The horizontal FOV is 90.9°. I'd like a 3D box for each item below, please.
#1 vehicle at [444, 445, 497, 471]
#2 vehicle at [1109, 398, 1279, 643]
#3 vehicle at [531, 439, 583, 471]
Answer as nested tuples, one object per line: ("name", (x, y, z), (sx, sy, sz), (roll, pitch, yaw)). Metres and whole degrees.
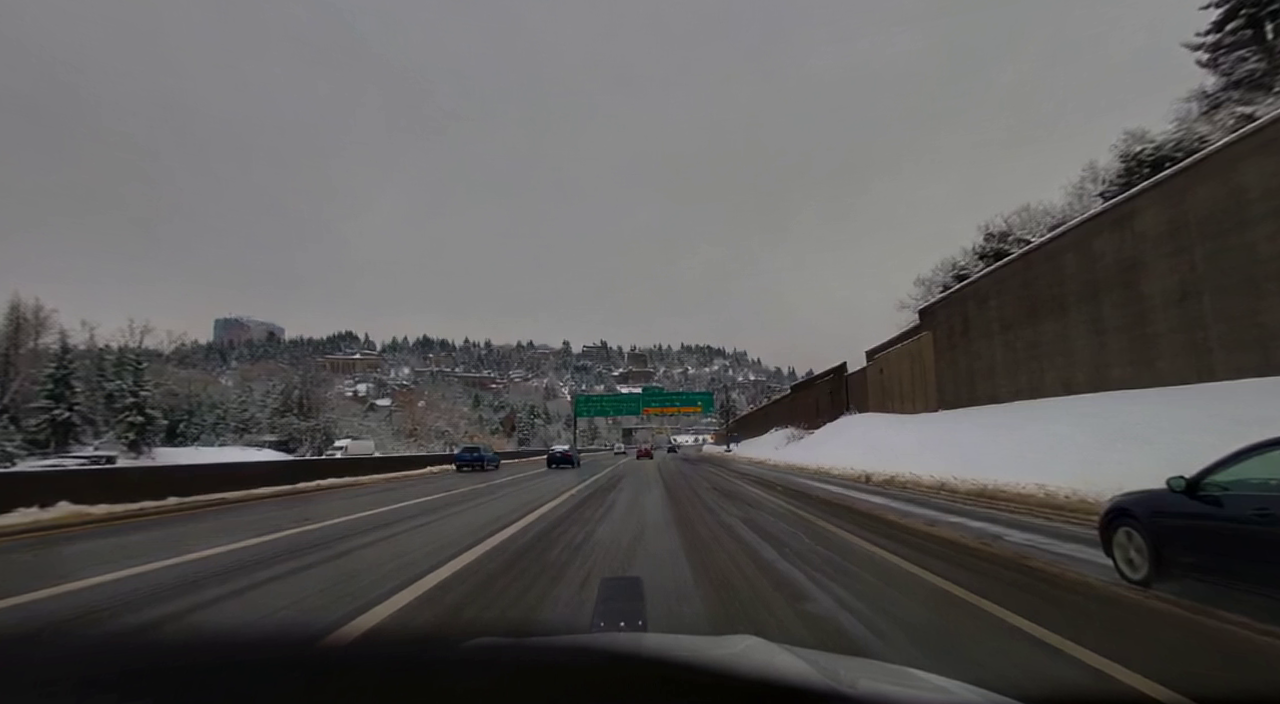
("vehicle", (-10.828, 6.773, 40.564), (2.015, 1.506, 4.386), (-1, -8, 2))
("vehicle", (5.358, 1.028, 3.517), (2.122, 1.646, 4.491), (-1, -8, 2))
("vehicle", (-5.079, 6.395, 39.423), (2.172, 1.824, 5.031), (-1, -8, 5))
